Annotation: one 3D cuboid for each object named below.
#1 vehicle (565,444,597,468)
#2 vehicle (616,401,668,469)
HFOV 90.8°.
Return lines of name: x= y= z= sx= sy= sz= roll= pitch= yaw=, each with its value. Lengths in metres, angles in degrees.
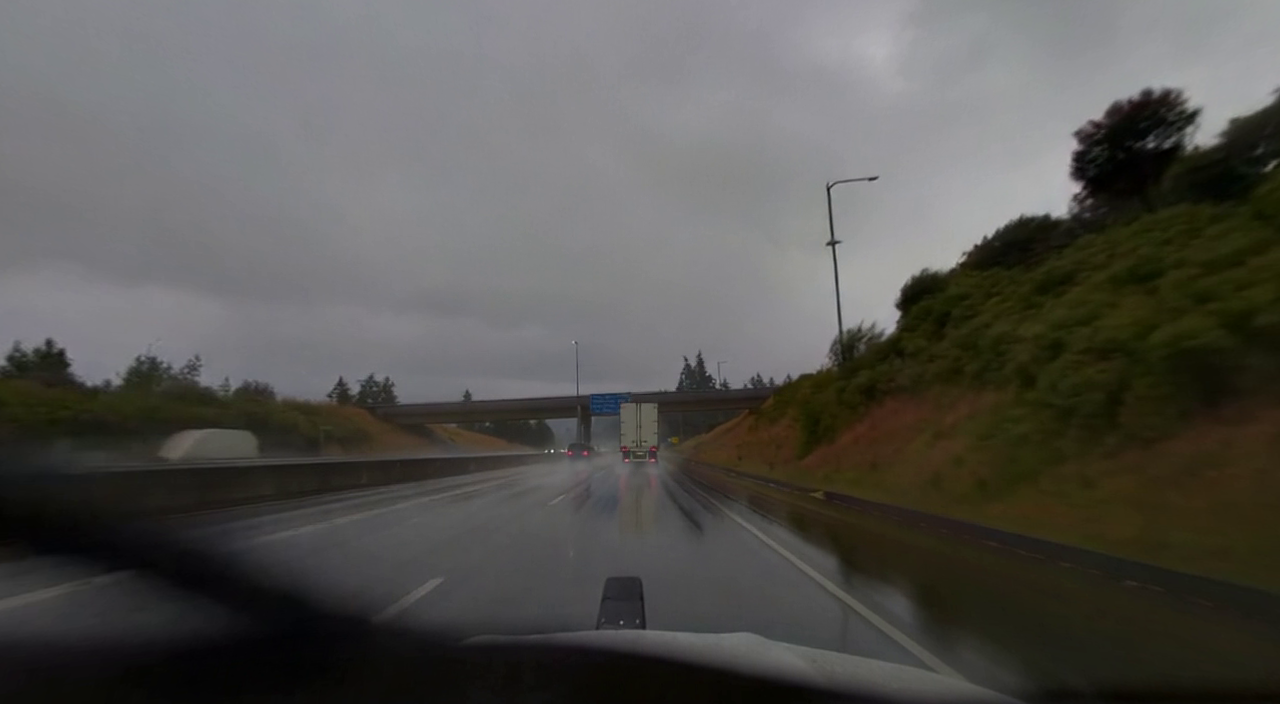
vehicle: x=-4.171 y=7.426 z=44.989 sx=2.005 sy=1.595 sz=4.253 roll=0 pitch=-9 yaw=-2
vehicle: x=-0.017 y=5.856 z=43.557 sx=3.033 sy=3.985 sz=12.383 roll=0 pitch=-9 yaw=-1
